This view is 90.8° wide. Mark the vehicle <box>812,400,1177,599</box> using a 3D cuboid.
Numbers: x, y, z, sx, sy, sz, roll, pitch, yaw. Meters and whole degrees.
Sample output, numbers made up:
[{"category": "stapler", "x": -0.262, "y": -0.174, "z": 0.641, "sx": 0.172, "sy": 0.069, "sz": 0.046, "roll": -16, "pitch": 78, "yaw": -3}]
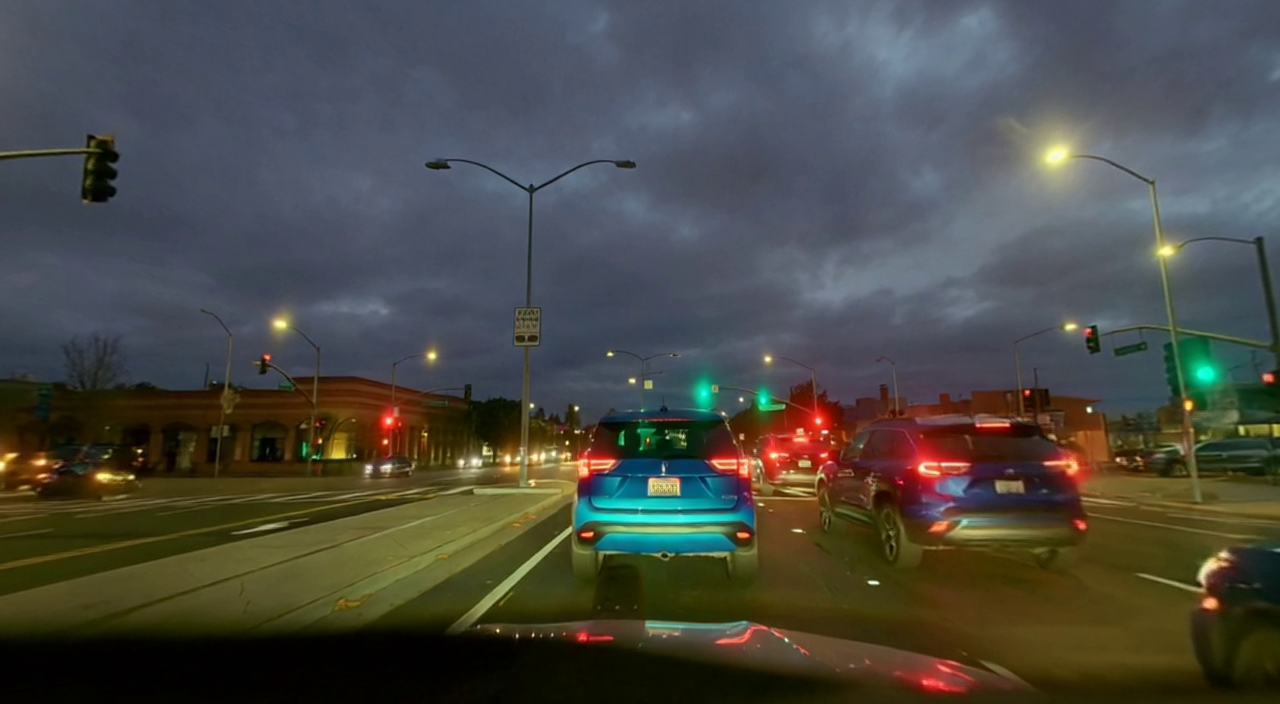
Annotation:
[{"category": "vehicle", "x": 3.649, "y": 1.600, "z": 7.675, "sx": 2.018, "sy": 1.701, "sz": 4.288, "roll": 0, "pitch": -9, "yaw": 2}]

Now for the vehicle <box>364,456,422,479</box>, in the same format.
[{"category": "vehicle", "x": -17.767, "y": 8.318, "z": 45.665, "sx": 1.872, "sy": 1.477, "sz": 3.981, "roll": -2, "pitch": -9, "yaw": 15}]

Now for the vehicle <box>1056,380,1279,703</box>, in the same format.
[{"category": "vehicle", "x": 3.138, "y": 0.665, "z": 0.839, "sx": 2.056, "sy": 1.516, "sz": 4.776, "roll": 0, "pitch": -9, "yaw": 2}]

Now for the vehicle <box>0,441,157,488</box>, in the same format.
[{"category": "vehicle", "x": -24.572, "y": 4.870, "z": 27.526, "sx": 5.062, "sy": 1.946, "sz": 2.243, "roll": 0, "pitch": -9, "yaw": -1}]

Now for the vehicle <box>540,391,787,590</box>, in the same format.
[{"category": "vehicle", "x": 0.273, "y": 1.625, "z": 8.172, "sx": 2.292, "sy": 1.840, "sz": 4.394, "roll": 0, "pitch": -9, "yaw": 2}]
